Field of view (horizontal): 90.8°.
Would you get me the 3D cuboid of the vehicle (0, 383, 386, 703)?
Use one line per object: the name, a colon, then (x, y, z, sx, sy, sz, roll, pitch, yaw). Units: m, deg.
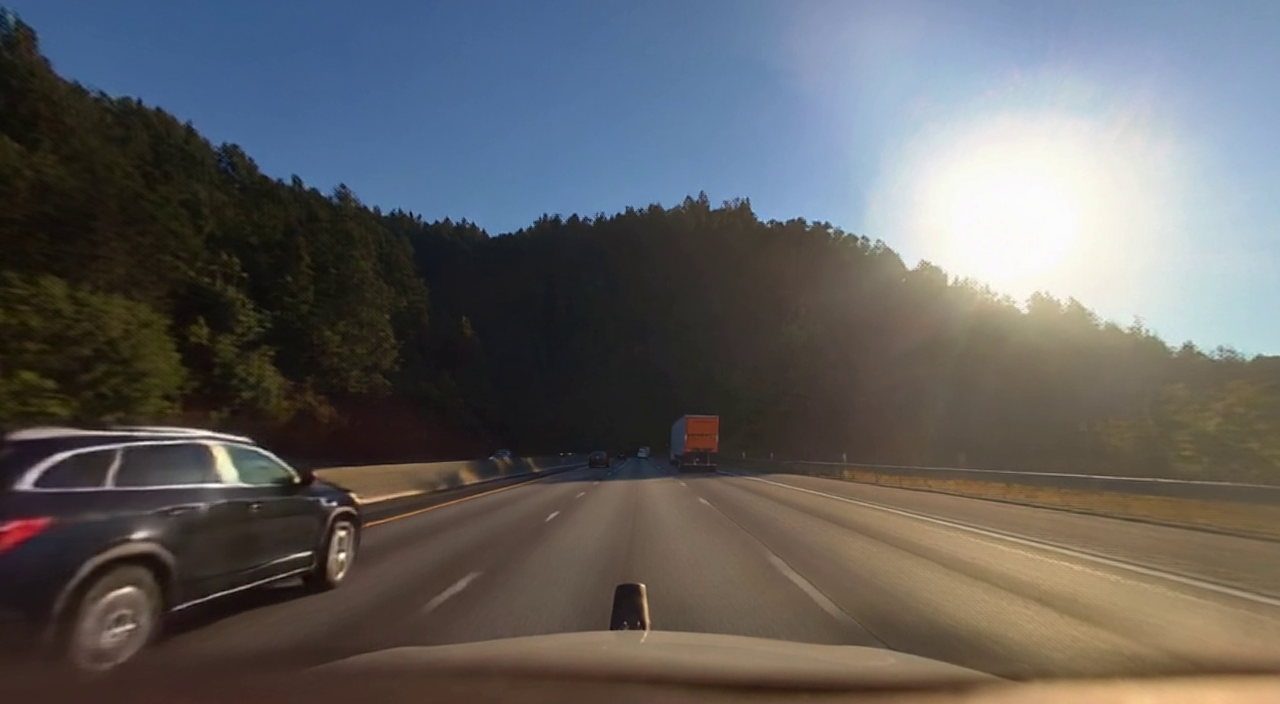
vehicle: (-3.335, 1.123, 3.758, 1.944, 1.548, 4.051, 0, -9, 0)

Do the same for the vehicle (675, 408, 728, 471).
vehicle: (4.073, 5.993, 42.942, 2.904, 4.001, 5.861, 0, -9, -1)
